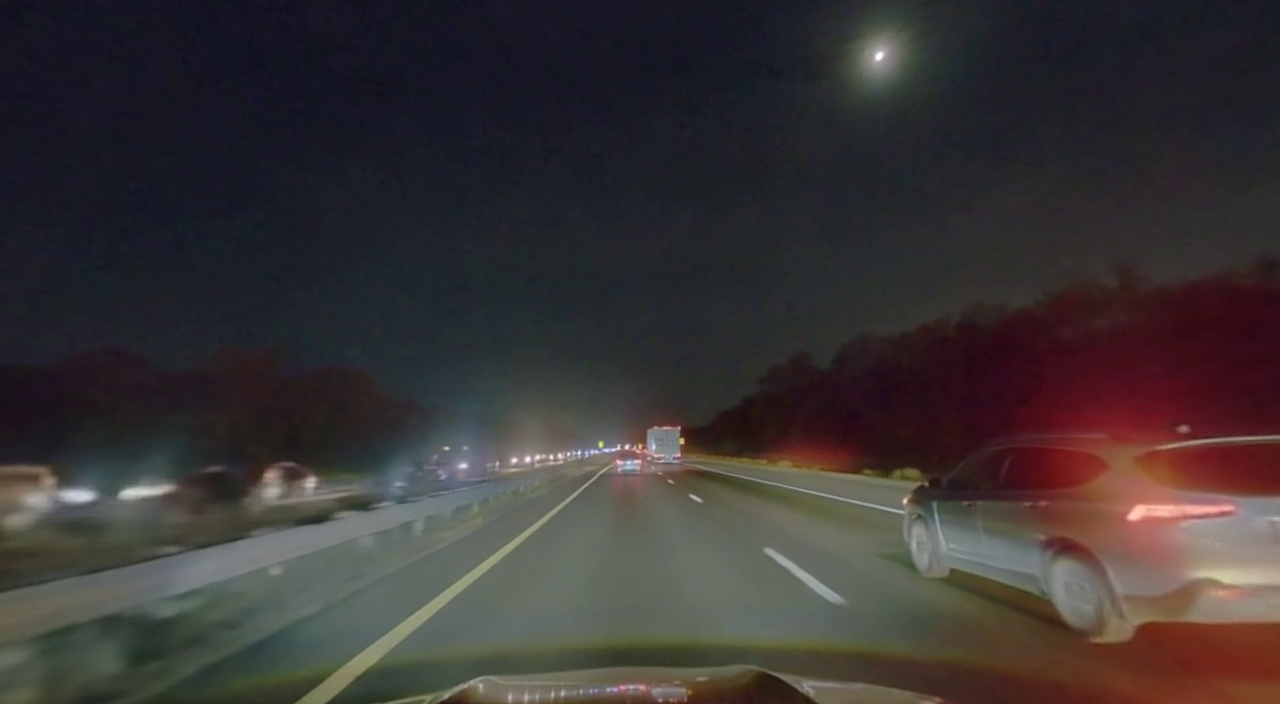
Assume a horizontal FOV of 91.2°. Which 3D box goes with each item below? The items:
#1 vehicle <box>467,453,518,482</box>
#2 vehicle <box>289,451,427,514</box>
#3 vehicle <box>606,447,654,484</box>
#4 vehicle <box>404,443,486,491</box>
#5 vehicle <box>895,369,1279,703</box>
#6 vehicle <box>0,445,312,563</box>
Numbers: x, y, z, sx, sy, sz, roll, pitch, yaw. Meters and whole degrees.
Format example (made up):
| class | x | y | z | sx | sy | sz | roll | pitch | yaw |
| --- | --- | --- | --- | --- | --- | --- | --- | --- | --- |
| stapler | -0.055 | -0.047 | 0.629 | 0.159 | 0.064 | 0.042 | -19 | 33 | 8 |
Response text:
| class | x | y | z | sx | sy | sz | roll | pitch | yaw |
| --- | --- | --- | --- | --- | --- | --- | --- | --- | --- |
| vehicle | -8.139 | 6.376 | 34.961 | 1.917 | 1.483 | 4.289 | 0 | -9 | -1 |
| vehicle | -7.717 | 3.582 | 17.703 | 1.909 | 1.523 | 4.359 | 0 | -9 | -1 |
| vehicle | -0.456 | 5.005 | 27.925 | 1.971 | 1.518 | 4.108 | 0 | -9 | -1 |
| vehicle | -7.948 | 4.731 | 26.031 | 2.019 | 1.809 | 4.361 | 0 | -9 | -1 |
| vehicle | 4.046 | 1.244 | 5.092 | 2.077 | 1.673 | 4.267 | 0 | -9 | -1 |
| vehicle | -7.959 | 2.473 | 11.004 | 1.961 | 1.611 | 4.479 | 0 | -9 | 0 |
